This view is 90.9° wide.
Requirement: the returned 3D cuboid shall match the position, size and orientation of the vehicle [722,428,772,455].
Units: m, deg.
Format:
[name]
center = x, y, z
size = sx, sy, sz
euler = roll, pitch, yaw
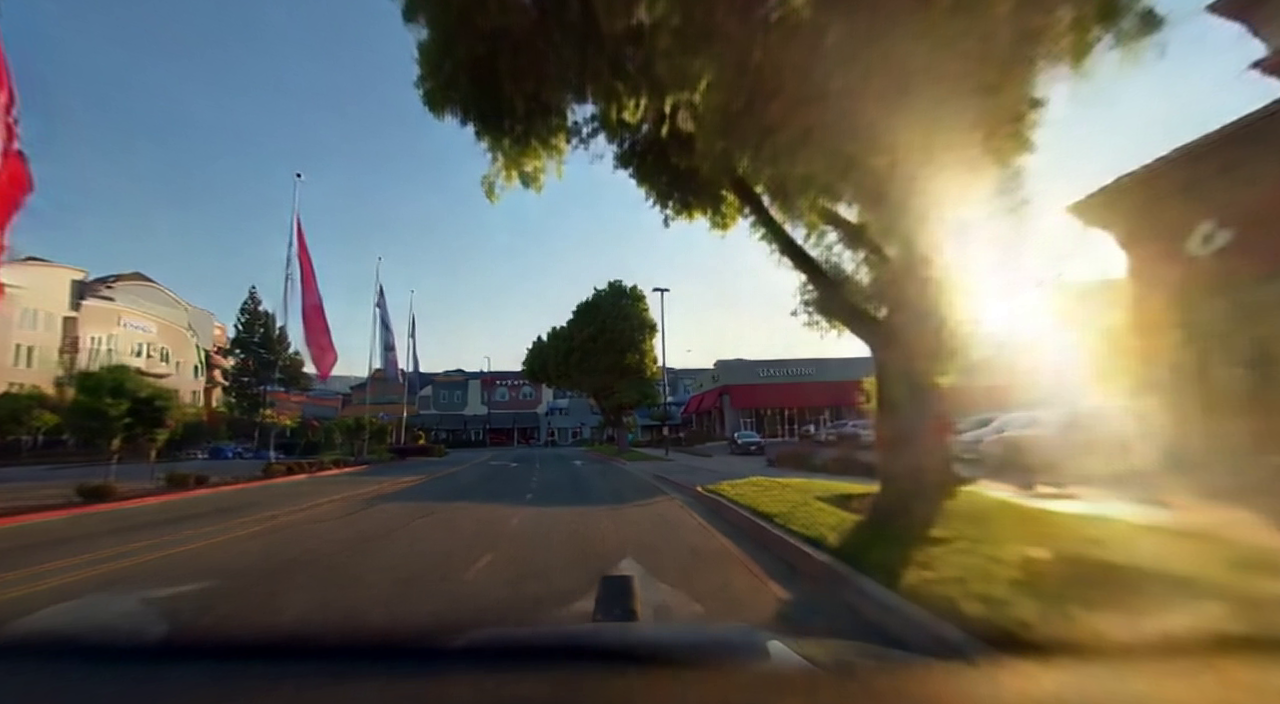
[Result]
[vehicle]
center = 6.351, 5.364, 37.708
size = 1.769, 1.516, 3.520
euler = 0, -9, -11
